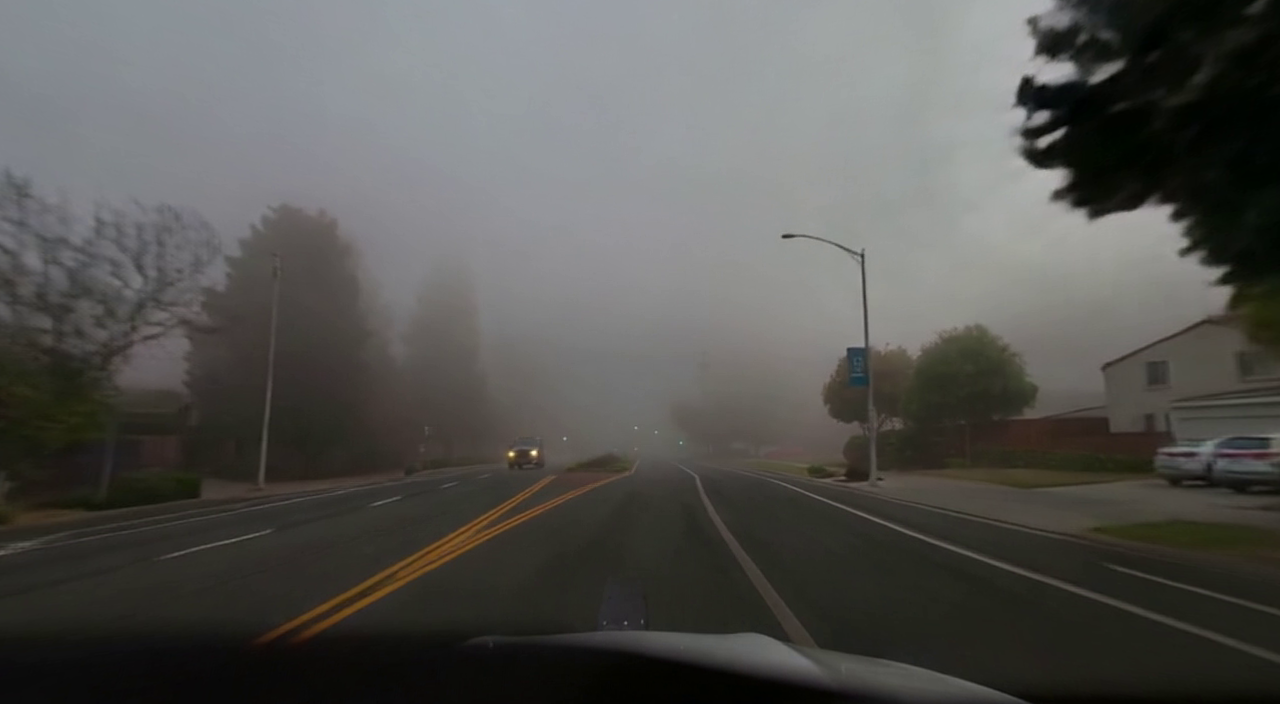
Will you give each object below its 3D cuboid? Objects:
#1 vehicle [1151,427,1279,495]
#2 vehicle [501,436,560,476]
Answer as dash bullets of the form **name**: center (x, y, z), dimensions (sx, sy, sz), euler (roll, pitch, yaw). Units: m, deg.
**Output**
- **vehicle**: center (15.635, 2.682, 15.702), dimensions (1.901, 1.547, 4.411), euler (0, -9, -4)
- **vehicle**: center (-5.210, 5.037, 30.640), dimensions (2.128, 1.753, 4.516), euler (0, -9, -1)
